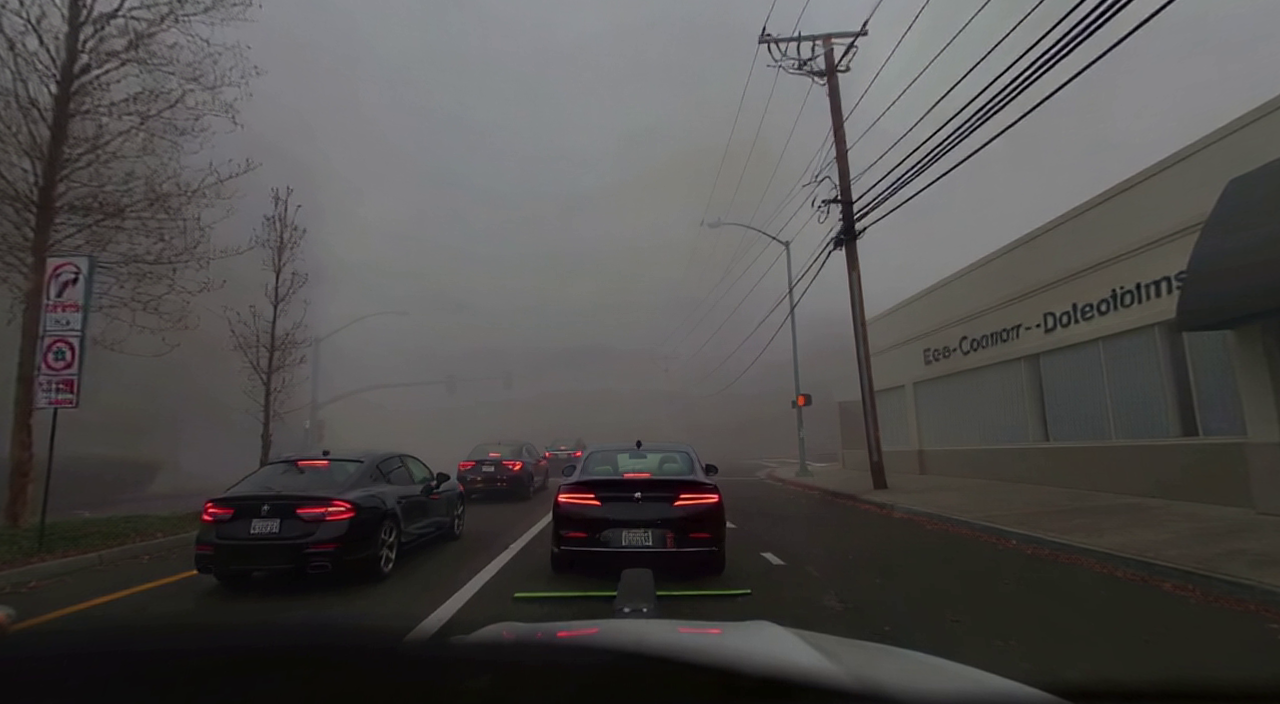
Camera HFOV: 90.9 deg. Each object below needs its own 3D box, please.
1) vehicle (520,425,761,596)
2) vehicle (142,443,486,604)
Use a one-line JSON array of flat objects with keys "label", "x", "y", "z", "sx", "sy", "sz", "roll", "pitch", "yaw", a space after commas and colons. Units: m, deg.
[{"label": "vehicle", "x": -0.010, "y": 1.680, "z": 7.538, "sx": 2.101, "sy": 1.469, "sz": 3.955, "roll": 0, "pitch": -9, "yaw": 0}, {"label": "vehicle", "x": -3.231, "y": 1.741, "z": 7.325, "sx": 1.765, "sy": 1.319, "sz": 4.013, "roll": 0, "pitch": -9, "yaw": 2}]
